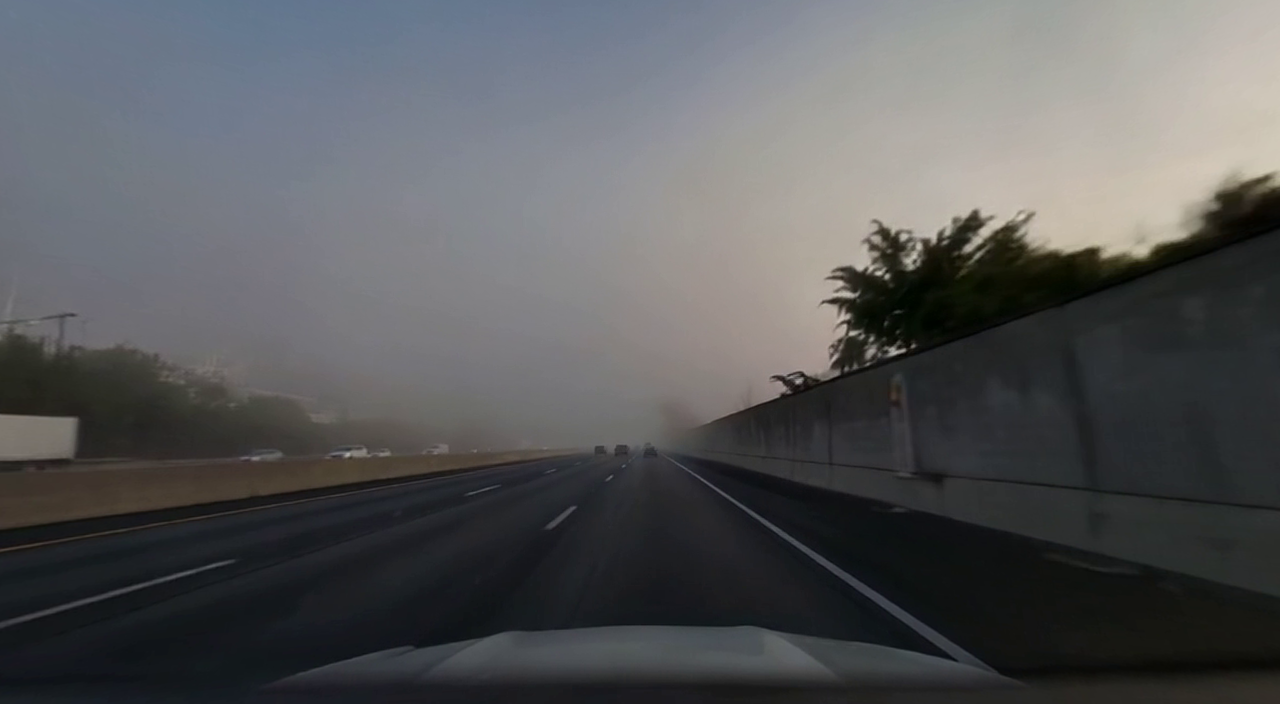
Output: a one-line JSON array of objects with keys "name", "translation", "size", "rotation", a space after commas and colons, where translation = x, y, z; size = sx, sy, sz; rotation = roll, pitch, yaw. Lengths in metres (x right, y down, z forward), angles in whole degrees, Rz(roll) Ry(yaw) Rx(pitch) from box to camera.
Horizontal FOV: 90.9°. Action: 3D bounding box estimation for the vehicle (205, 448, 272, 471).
[{"name": "vehicle", "translation": [-31.411, 8.412, 49.512], "size": [1.902, 1.669, 4.935], "rotation": [0, -8, 2]}]
